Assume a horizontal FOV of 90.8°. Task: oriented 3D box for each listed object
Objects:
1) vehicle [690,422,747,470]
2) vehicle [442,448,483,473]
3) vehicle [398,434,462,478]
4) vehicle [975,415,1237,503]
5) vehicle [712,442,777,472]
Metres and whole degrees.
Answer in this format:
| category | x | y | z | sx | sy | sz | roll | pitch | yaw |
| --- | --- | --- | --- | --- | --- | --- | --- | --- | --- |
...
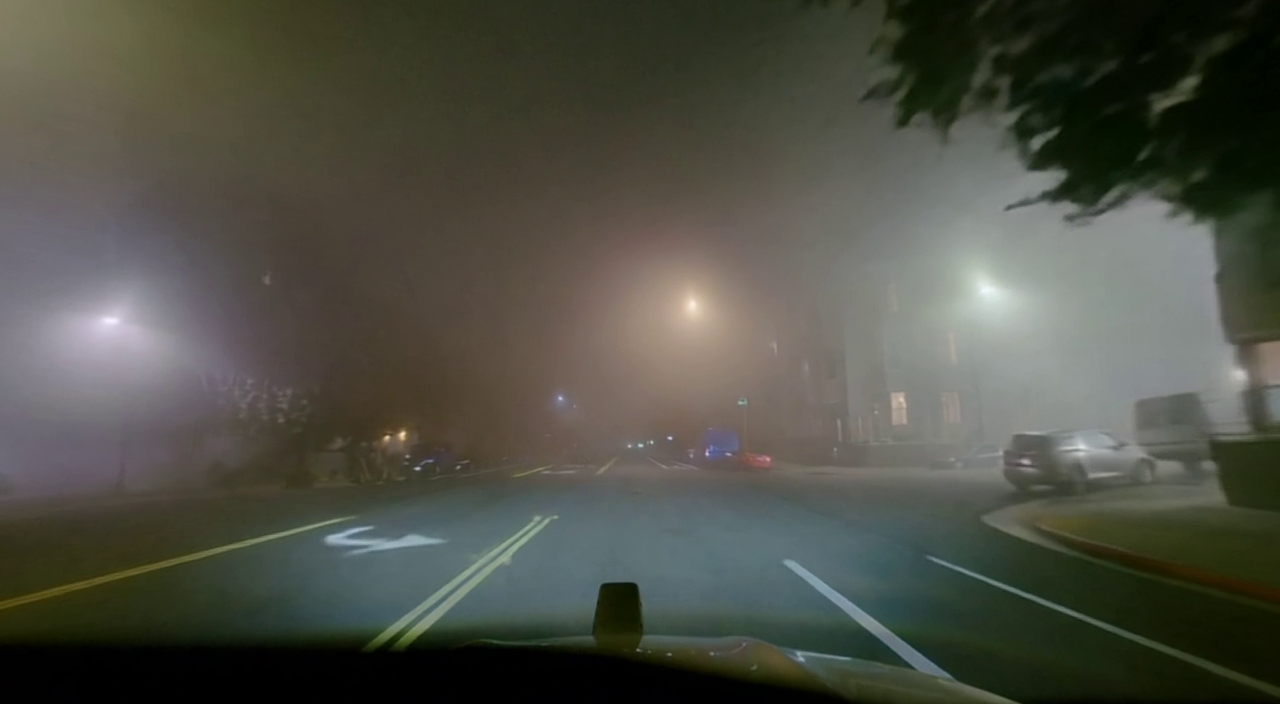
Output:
| category | x | y | z | sx | sy | sz | roll | pitch | yaw |
| --- | --- | --- | --- | --- | --- | --- | --- | --- | --- |
| vehicle | 4.671 | 5.743 | 38.686 | 2.414 | 2.670 | 5.833 | 1 | -8 | -3 |
| vehicle | -12.644 | 7.704 | 45.213 | 1.892 | 1.472 | 4.523 | -2 | -7 | -3 |
| vehicle | -12.835 | 6.339 | 39.009 | 2.164 | 2.386 | 5.460 | -2 | -7 | -1 |
| vehicle | 12.067 | 2.710 | 16.491 | 5.666 | 1.871 | 2.216 | 0 | -8 | -14 |
| vehicle | 5.409 | 5.470 | 33.179 | 1.848 | 1.468 | 4.332 | 2 | -9 | -12 |
